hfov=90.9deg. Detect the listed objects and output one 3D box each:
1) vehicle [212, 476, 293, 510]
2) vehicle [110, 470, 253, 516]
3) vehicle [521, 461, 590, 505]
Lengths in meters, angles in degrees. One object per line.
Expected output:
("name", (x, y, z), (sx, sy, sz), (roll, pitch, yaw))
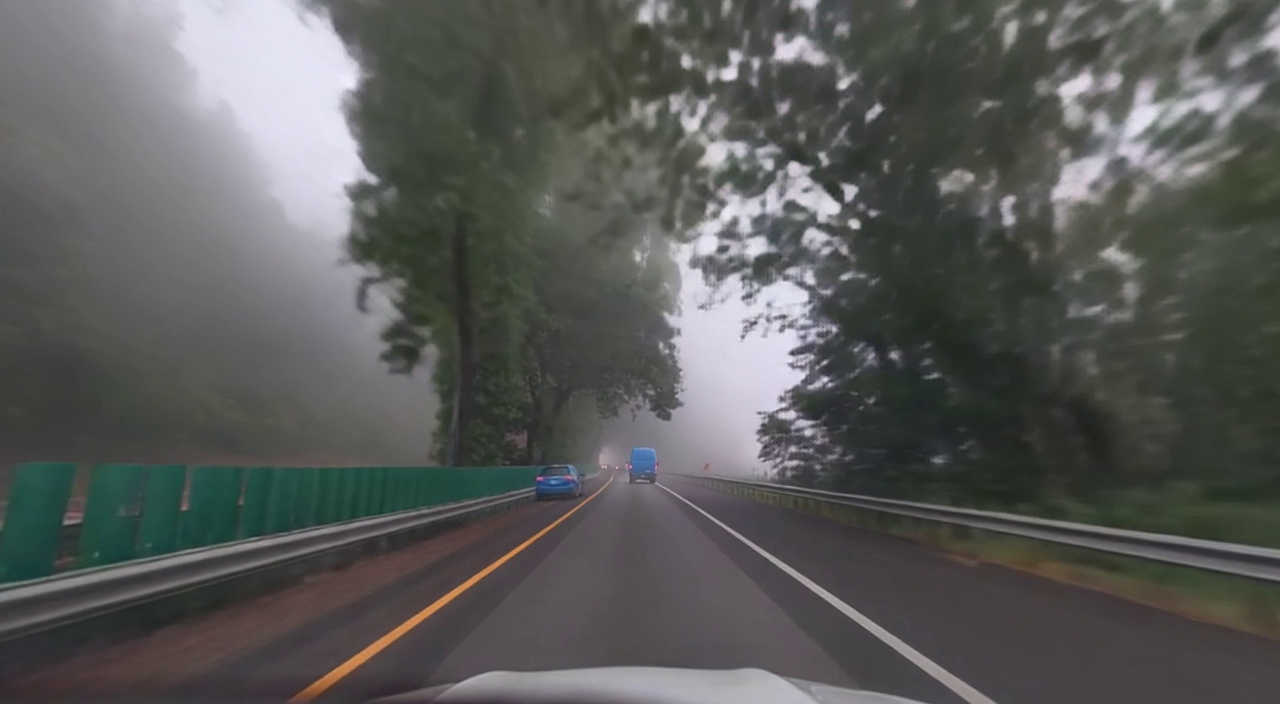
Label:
("vehicle", (-16.466, 5.984, 26.908), (1.663, 1.301, 2.750), (1, -11, 0))
("vehicle", (-16.423, 5.036, 22.916), (1.862, 1.449, 4.441), (1, -11, 0))
("vehicle", (-3.119, 4.985, 24.152), (2.038, 1.490, 4.391), (1, -11, 0))
